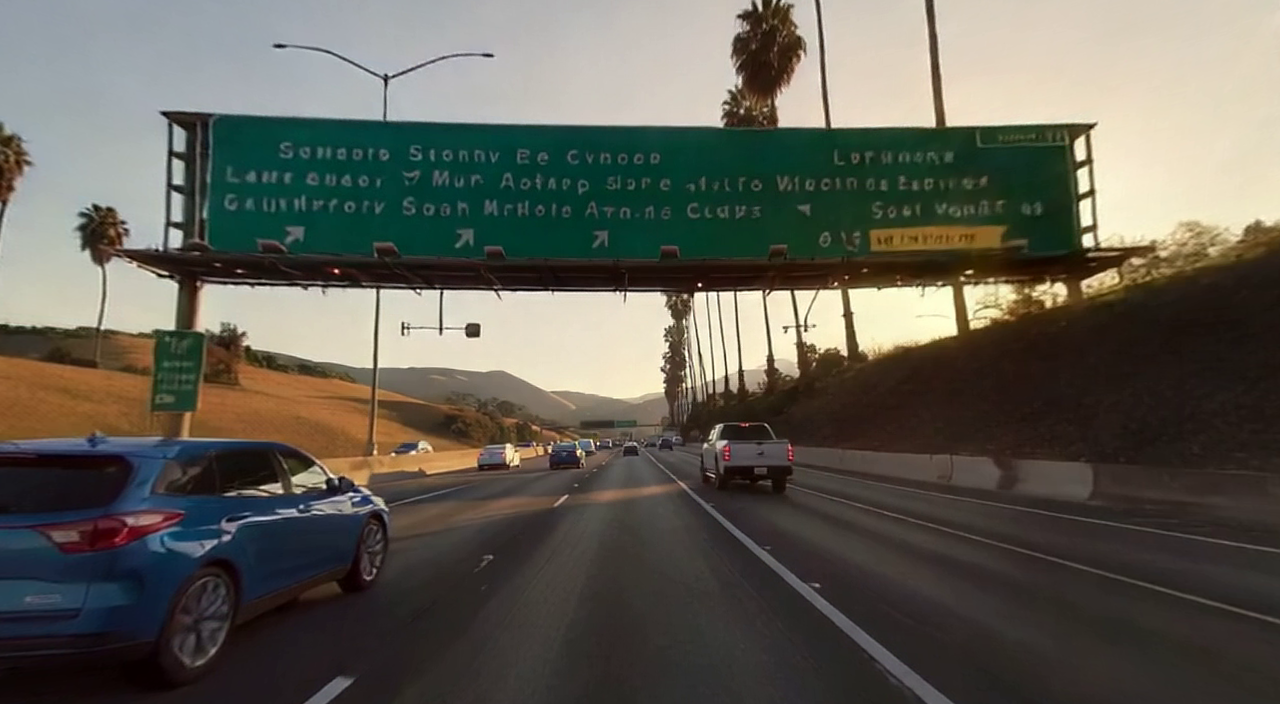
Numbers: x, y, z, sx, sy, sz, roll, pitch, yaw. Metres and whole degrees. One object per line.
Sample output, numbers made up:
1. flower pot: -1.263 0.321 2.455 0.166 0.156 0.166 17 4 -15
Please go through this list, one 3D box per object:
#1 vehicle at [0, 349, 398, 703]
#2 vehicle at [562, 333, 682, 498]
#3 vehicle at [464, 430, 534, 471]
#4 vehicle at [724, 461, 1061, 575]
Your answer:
1. vehicle: -3.220 1.073 3.823 1.885 1.654 4.103 0 -9 0
2. vehicle: -0.403 2.328 20.822 2.906 4.040 10.743 0 -9 0
3. vehicle: -7.155 5.099 32.778 2.344 1.954 5.579 0 -9 0
4. vehicle: 2.994 2.197 9.350 2.635 1.036 5.568 0 -9 -1
